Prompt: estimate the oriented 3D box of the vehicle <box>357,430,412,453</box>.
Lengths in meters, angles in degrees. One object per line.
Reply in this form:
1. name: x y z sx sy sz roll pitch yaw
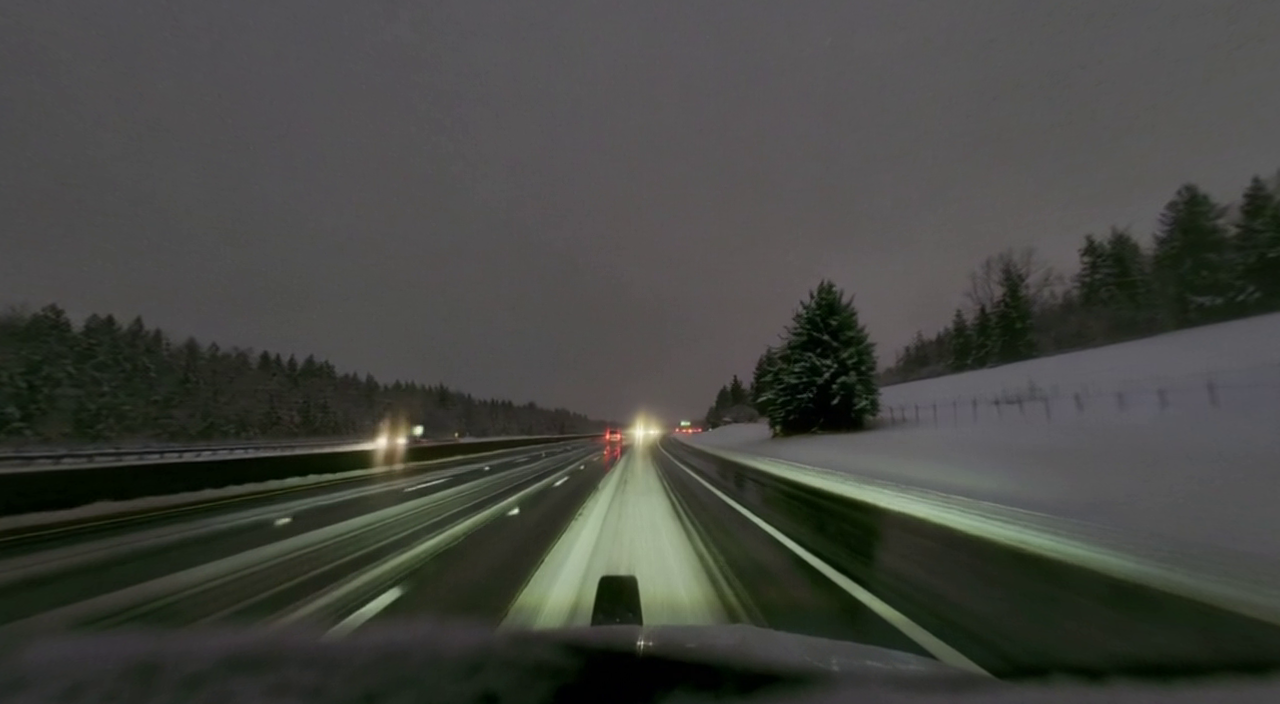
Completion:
1. vehicle: -18.270 6.401 45.213 1.900 1.572 4.762 0 -8 1
